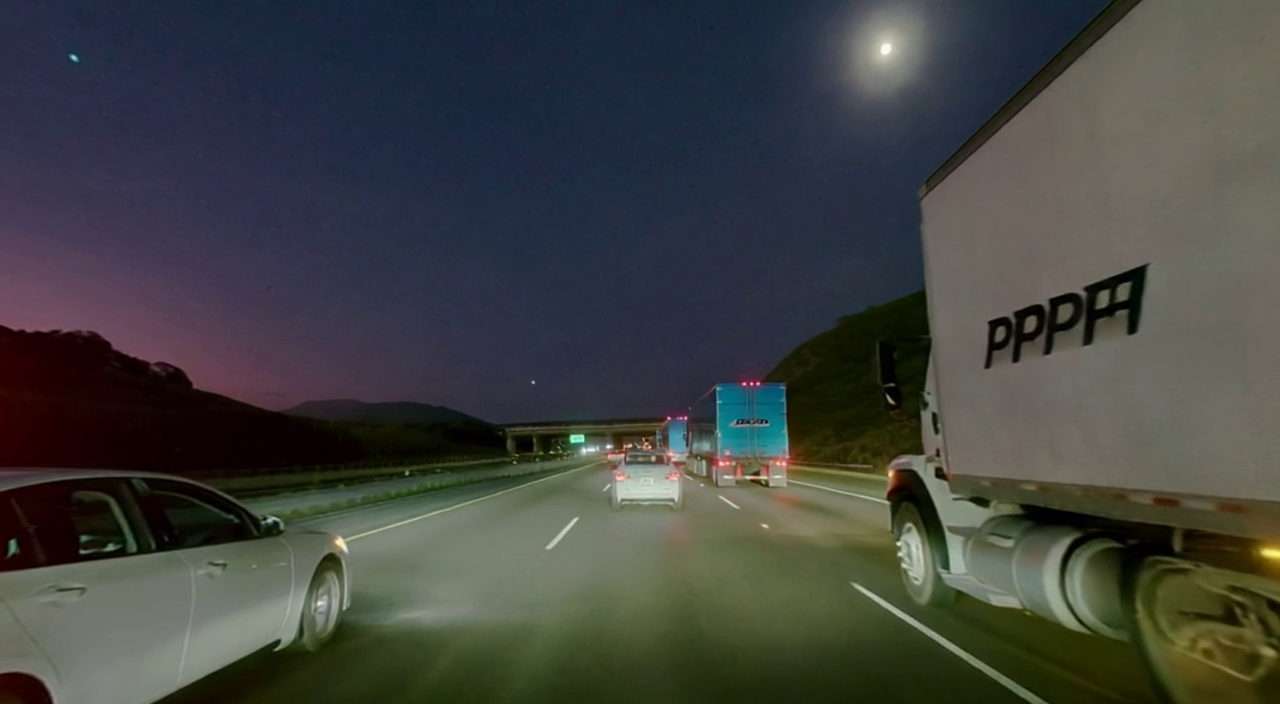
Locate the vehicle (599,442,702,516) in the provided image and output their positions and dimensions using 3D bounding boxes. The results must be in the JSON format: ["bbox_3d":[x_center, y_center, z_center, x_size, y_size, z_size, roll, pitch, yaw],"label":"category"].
[{"bbox_3d":[0.215,2.824,14.457,2.029,1.437,3.794,0,-9,0],"label":"vehicle"}]

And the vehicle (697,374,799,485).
[{"bbox_3d":[4.337,3.479,27.415,2.801,4.039,8.684,0,-9,0],"label":"vehicle"}]

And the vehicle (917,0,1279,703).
[{"bbox_3d":[4.056,-0.435,0.632,2.884,3.930,10.206,0,-9,0],"label":"vehicle"}]
